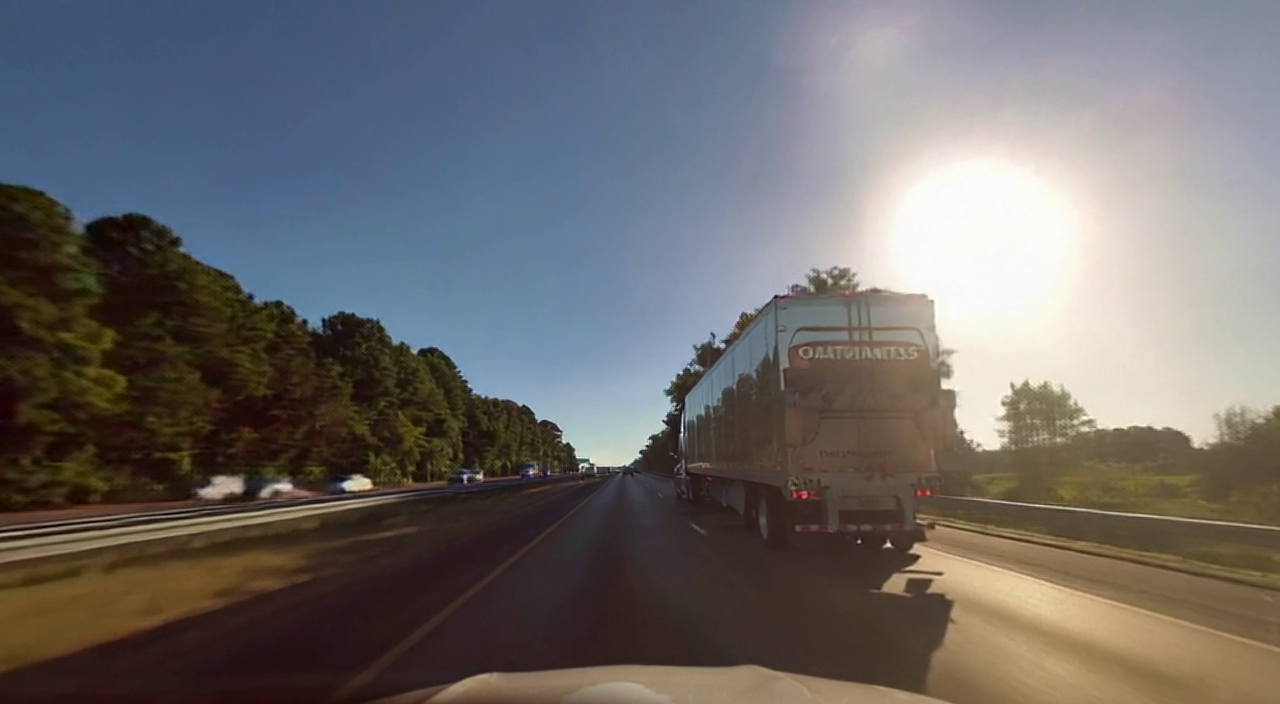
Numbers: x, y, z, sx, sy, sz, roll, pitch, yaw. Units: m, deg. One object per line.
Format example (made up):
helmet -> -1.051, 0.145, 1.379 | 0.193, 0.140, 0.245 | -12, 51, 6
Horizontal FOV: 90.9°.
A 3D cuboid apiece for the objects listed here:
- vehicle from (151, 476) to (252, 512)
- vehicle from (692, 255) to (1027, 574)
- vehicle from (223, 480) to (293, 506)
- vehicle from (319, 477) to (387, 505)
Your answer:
vehicle -> -21.733, 7.020, 31.462 | 1.795, 1.576, 4.451 | 0, -11, 0
vehicle -> 3.152, 1.694, 13.272 | 2.871, 4.032, 10.642 | 1, -11, -2
vehicle -> -21.840, 8.057, 36.162 | 1.758, 1.359, 3.467 | 0, -11, 2
vehicle -> -17.286, 8.382, 38.211 | 1.885, 1.474, 4.731 | 0, -11, 0
